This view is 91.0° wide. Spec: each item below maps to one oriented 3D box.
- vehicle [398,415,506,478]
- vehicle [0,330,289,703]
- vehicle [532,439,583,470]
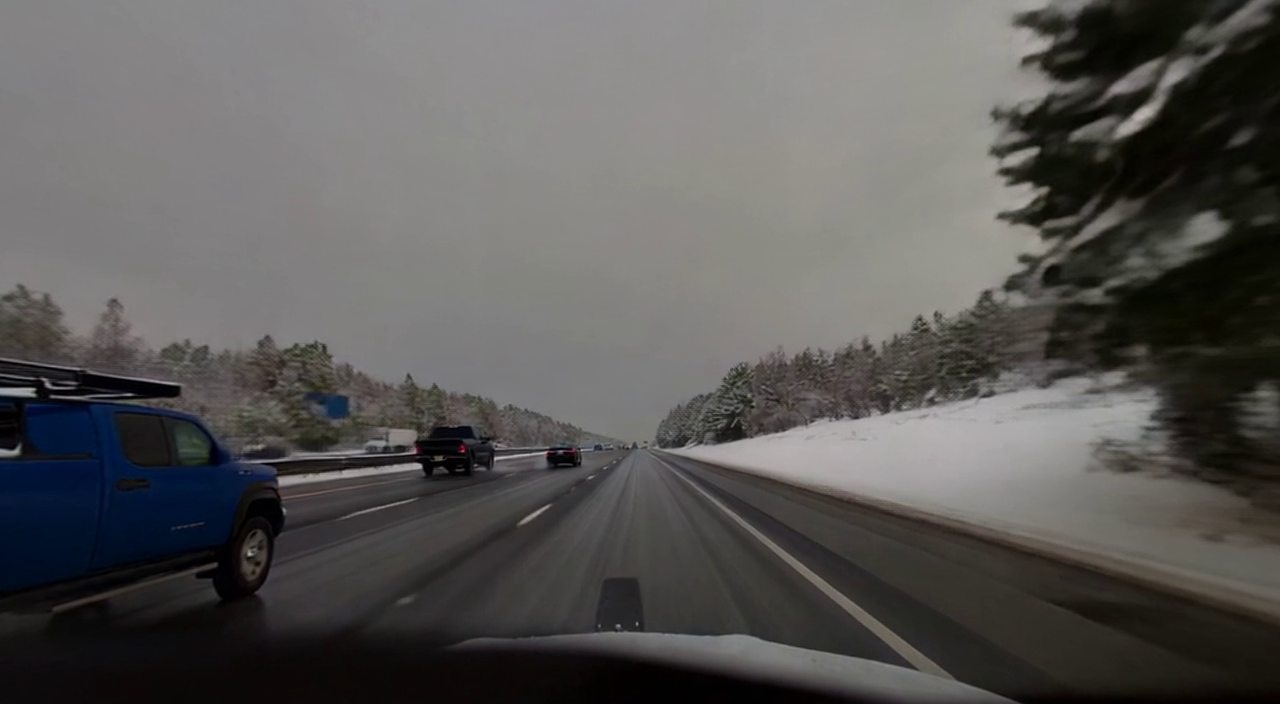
[{"bbox_3d":[-7.532,3.906,26.087,2.594,2.254,6.028,0,-9,0],"label":"vehicle"},{"bbox_3d":[-4.043,0.772,2.610,2.200,1.807,5.041,0,-9,1],"label":"vehicle"},{"bbox_3d":[-4.224,5.339,32.882,2.012,1.509,4.359,0,-9,1],"label":"vehicle"}]
